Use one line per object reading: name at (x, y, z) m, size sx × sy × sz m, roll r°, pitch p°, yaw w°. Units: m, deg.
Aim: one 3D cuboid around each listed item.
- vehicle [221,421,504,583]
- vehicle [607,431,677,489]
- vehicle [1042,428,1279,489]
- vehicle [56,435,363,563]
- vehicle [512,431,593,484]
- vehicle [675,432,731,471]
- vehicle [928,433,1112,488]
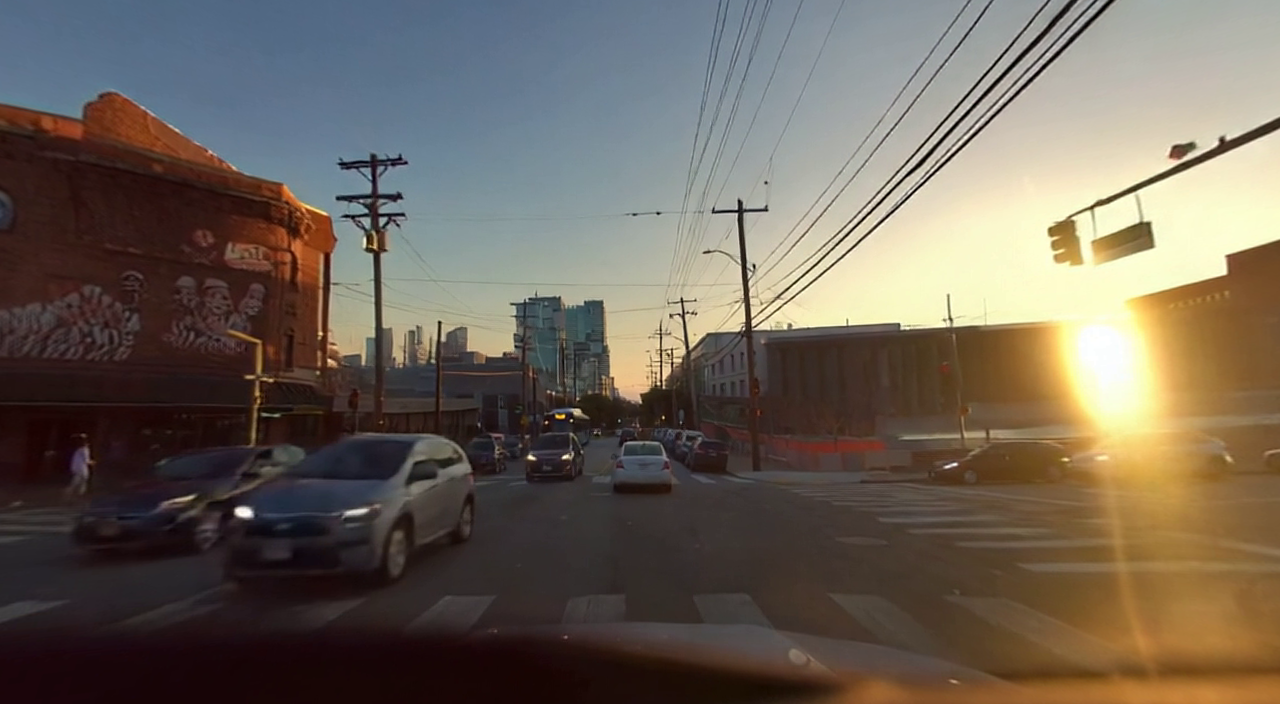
vehicle at (-3.327, 1.867, 8.636) m, size 2.055 × 1.660 × 3.954 m, roll 0°, pitch -9°, yaw 0°
vehicle at (0.017, 3.681, 21.876) m, size 2.190 × 1.783 × 4.048 m, roll 0°, pitch -9°, yaw -1°
vehicle at (14.239, 2.887, 17.252) m, size 5.045 × 1.527 × 2.107 m, roll 0°, pitch -9°, yaw -1°
vehicle at (-7.019, 2.389, 11.268) m, size 1.892 × 1.706 × 5.224 m, roll 0°, pitch -9°, yaw -1°
vehicle at (-3.464, 4.357, 26.306) m, size 2.474 × 1.926 × 5.823 m, roll 0°, pitch -9°, yaw 1°
vehicle at (2.944, 4.824, 30.628) m, size 2.171 × 1.751 × 4.373 m, roll 0°, pitch -9°, yaw -1°
vehicle at (12.070, 3.481, 20.365) m, size 4.576 × 1.650 × 1.980 m, roll -1°, pitch -9°, yaw 2°
